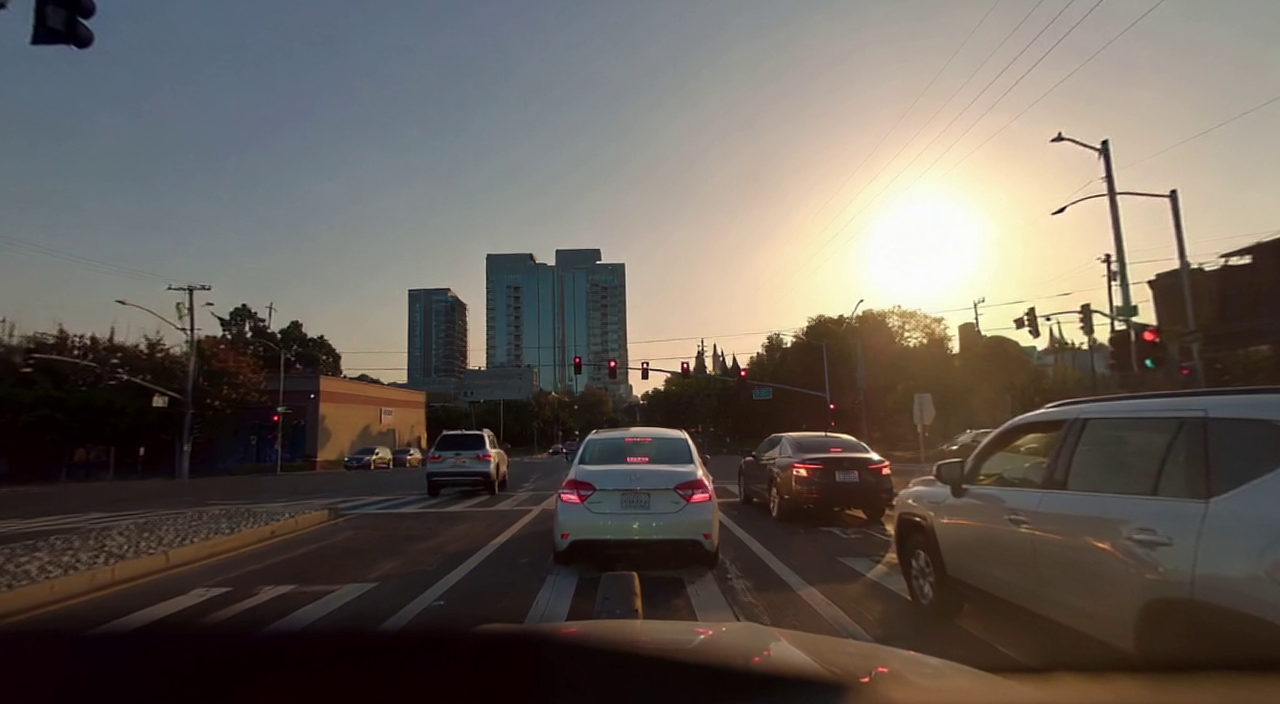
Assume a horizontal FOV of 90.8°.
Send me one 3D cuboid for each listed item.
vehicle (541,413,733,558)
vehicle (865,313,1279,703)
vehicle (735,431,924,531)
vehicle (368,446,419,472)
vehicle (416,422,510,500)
[{"bbox_3d":[-0.081,1.825,9.290,2.188,1.637,4.027,0,-8,-1],"label":"vehicle"},{"bbox_3d":[3.011,0.917,3.160,2.103,1.701,4.294,0,-8,-1],"label":"vehicle"},{"bbox_3d":[3.162,2.252,11.669,2.001,1.463,4.398,0,-8,-2],"label":"vehicle"},{"bbox_3d":[-18.763,8.138,48.362,2.026,1.836,4.726,0,-8,0],"label":"vehicle"},{"bbox_3d":[-4.692,2.943,17.387,2.021,1.837,4.448,1,-9,-10],"label":"vehicle"}]
